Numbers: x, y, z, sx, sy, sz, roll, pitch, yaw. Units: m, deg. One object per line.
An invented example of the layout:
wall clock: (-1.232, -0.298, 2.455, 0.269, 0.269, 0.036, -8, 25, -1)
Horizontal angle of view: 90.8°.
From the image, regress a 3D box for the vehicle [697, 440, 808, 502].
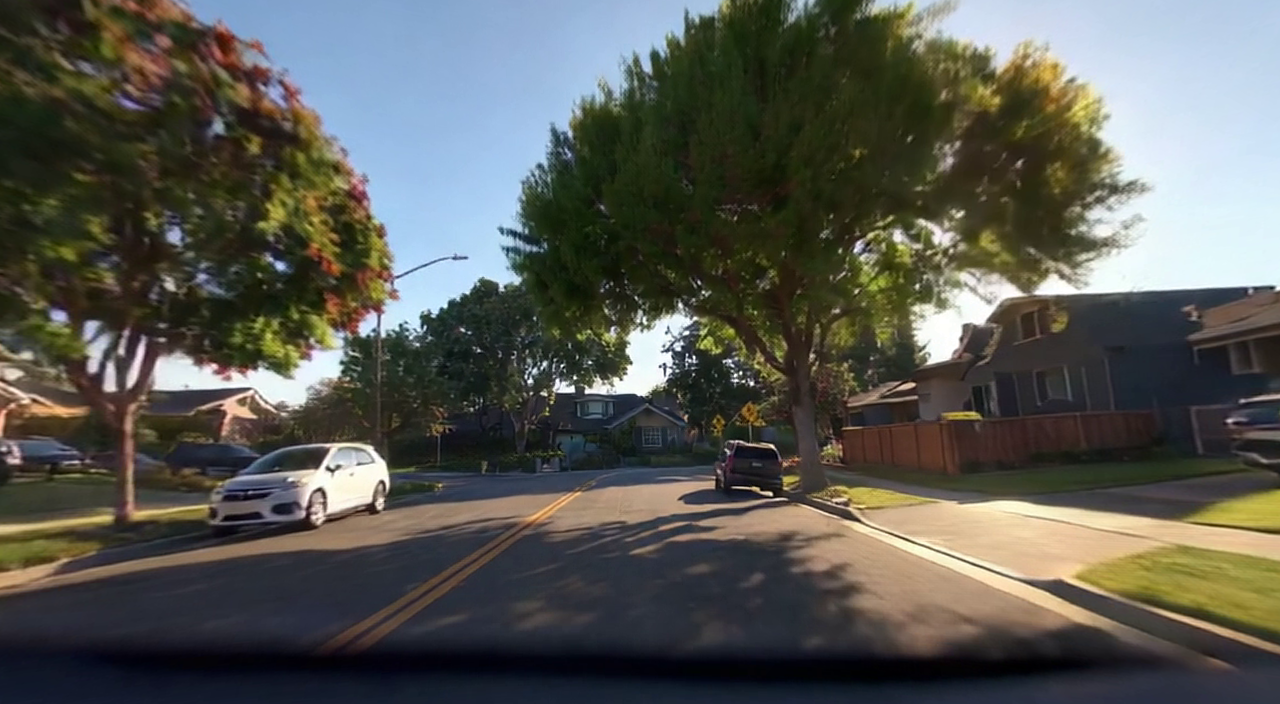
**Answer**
vehicle: (2.968, 3.258, 17.767, 2.167, 1.479, 4.597, 0, -9, -1)

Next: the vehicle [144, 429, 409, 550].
vehicle: (-6.928, 2.649, 13.119, 2.225, 1.817, 5.731, -3, -8, -1)
